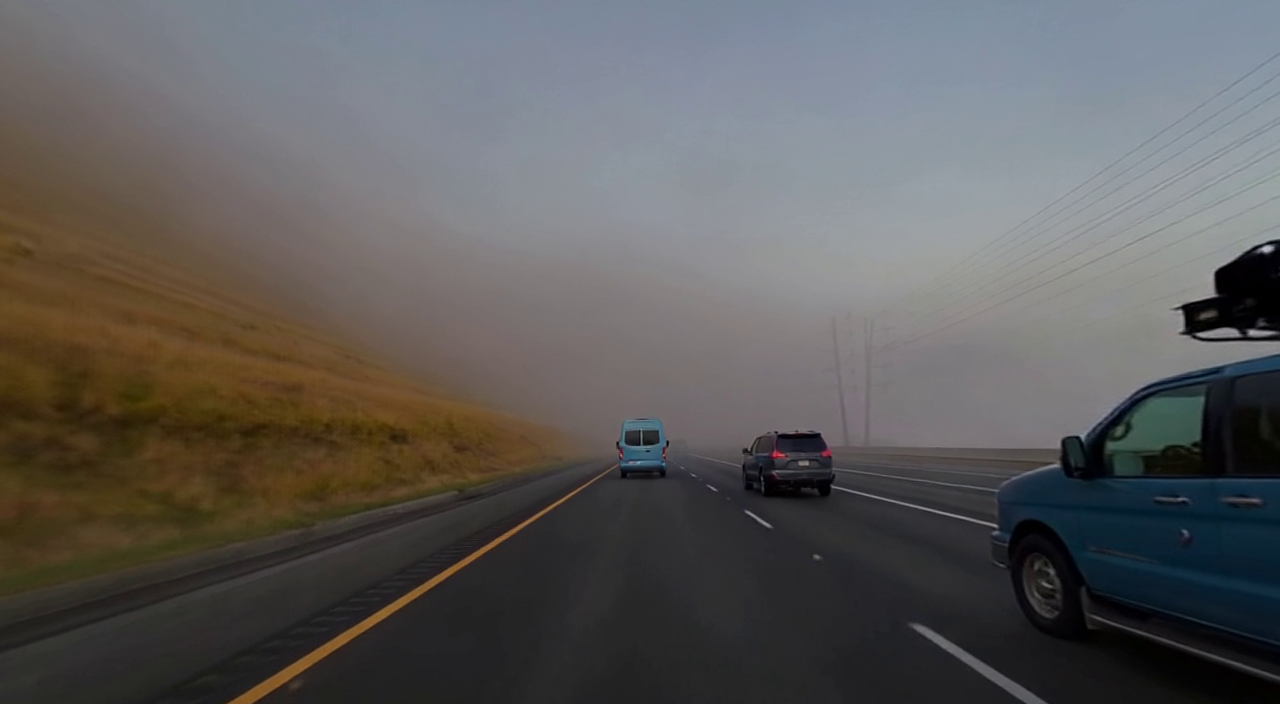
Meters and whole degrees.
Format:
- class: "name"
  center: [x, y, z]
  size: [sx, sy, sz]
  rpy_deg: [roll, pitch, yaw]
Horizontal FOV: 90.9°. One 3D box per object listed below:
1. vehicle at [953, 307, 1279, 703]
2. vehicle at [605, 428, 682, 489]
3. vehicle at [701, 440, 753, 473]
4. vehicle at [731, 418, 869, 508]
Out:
- class: "vehicle"
  center: [3.960, 0.727, 2.241]
  size: [2.691, 1.901, 5.744]
  rpy_deg: [0, -8, -1]
- class: "vehicle"
  center: [0.138, 3.490, 20.926]
  size: [2.268, 1.772, 4.523]
  rpy_deg: [0, -8, 1]
- class: "vehicle"
  center: [4.095, 4.988, 30.408]
  size: [1.938, 1.466, 4.356]
  rpy_deg: [0, -8, 1]
- class: "vehicle"
  center: [3.600, 2.614, 15.223]
  size: [2.139, 1.821, 4.480]
  rpy_deg: [0, -8, 0]
